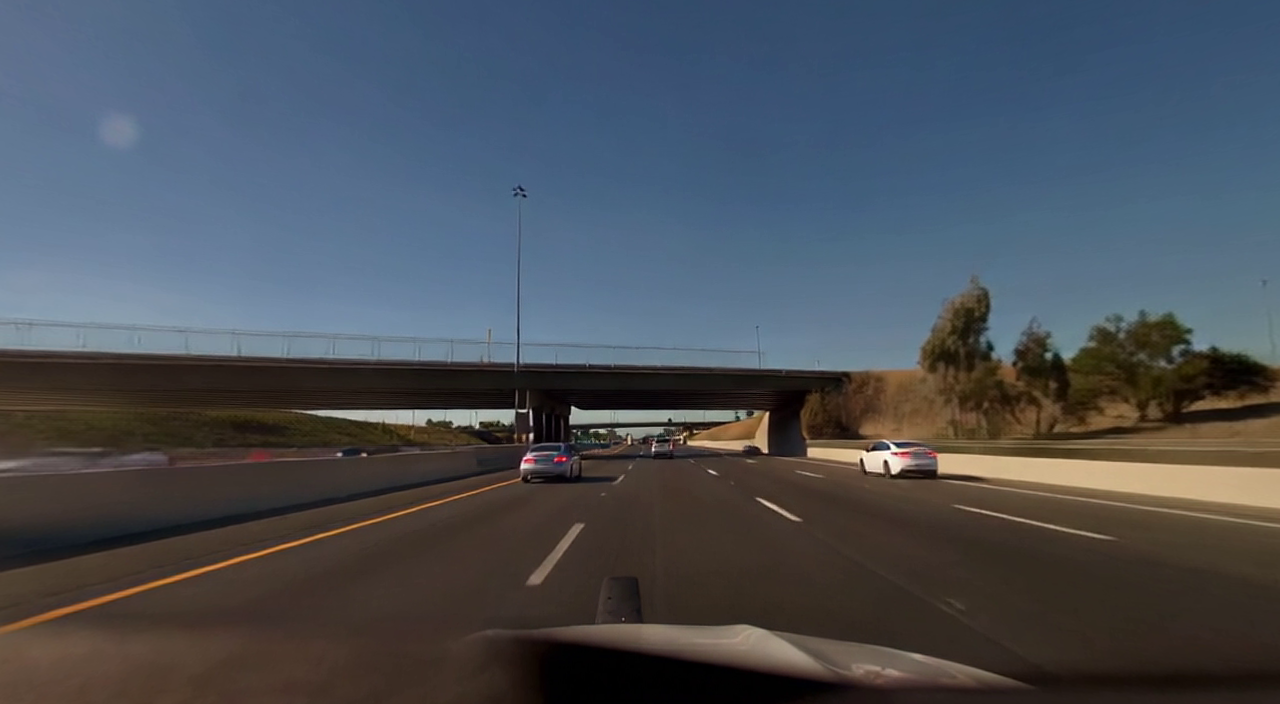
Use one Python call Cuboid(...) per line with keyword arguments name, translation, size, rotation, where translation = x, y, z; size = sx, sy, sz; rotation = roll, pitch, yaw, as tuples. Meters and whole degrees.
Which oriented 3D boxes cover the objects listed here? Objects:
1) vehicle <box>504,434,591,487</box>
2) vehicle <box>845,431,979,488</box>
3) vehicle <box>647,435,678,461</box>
Cuboid(name="vehicle", translation=(-2.888, 3.511, 20.656), size=(2.050, 1.546, 4.344), rotation=(0, -8, 2))
Cuboid(name="vehicle", translation=(8.012, 3.216, 19.119), size=(1.870, 1.493, 5.015), rotation=(0, -8, 0))
Cuboid(name="vehicle", translation=(1.542, 6.680, 43.679), size=(2.063, 1.698, 4.355), rotation=(0, -8, 1))
